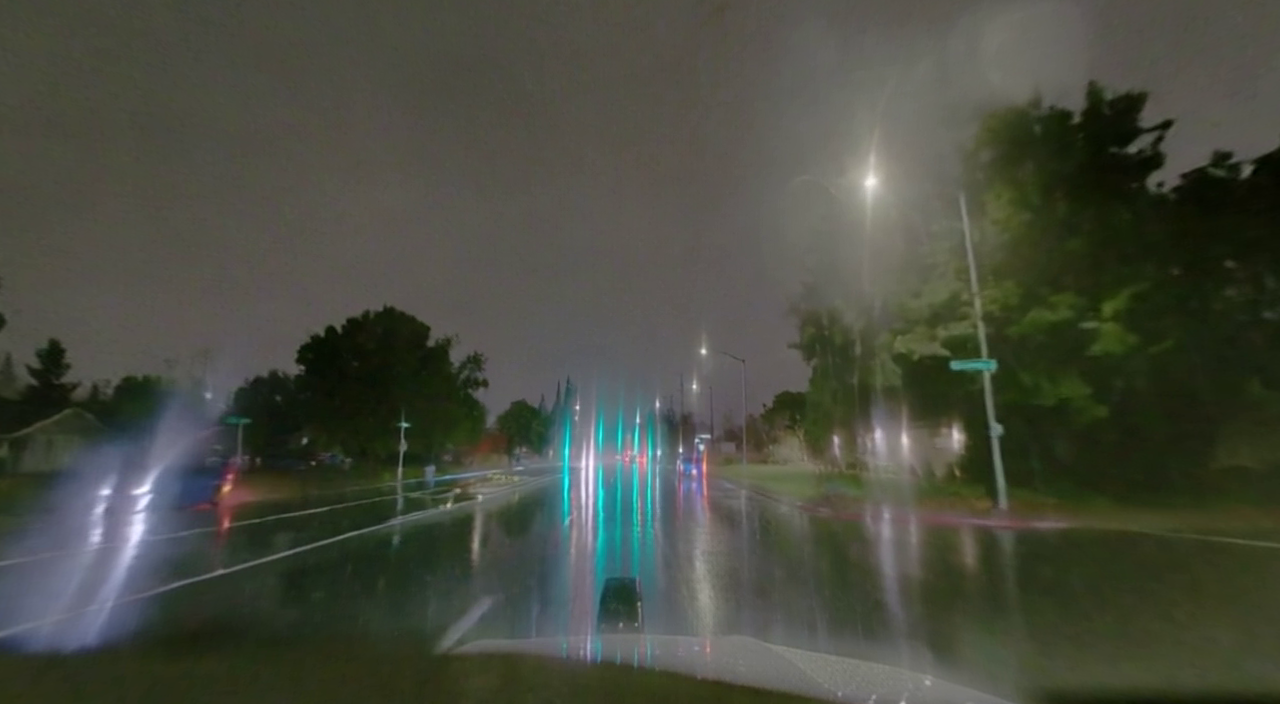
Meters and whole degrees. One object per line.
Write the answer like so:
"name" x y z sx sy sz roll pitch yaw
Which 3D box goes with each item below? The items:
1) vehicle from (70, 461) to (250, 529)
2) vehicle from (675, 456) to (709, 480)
"vehicle" -13.885 4.112 18.696 1.941 1.501 4.432 -3 -8 -1
"vehicle" 3.523 7.894 43.286 1.942 1.502 4.244 0 -9 -1
